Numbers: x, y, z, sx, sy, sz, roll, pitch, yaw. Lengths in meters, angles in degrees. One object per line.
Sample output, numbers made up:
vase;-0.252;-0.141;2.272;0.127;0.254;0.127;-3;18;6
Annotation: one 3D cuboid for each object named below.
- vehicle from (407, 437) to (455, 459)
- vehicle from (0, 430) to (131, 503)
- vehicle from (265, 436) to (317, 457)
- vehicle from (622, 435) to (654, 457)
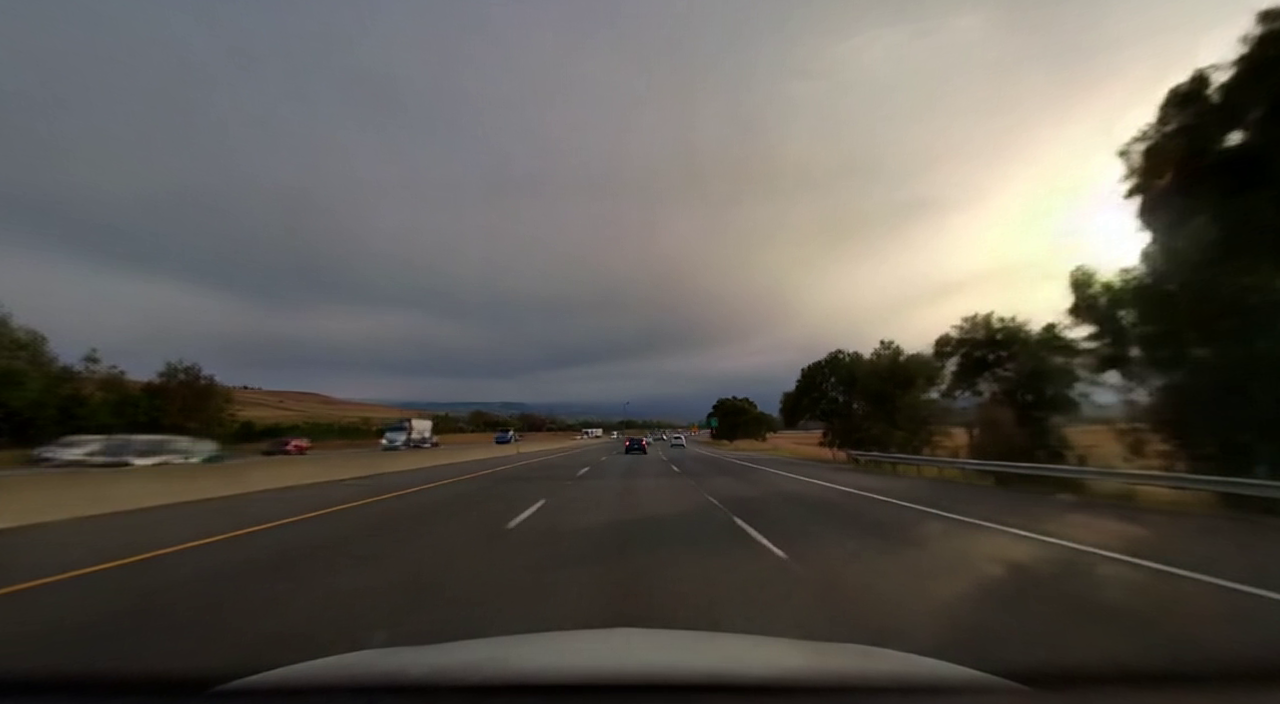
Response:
vehicle;-14.709;6.771;44.655;1.836;1.431;4.374;0;-8;1
vehicle;-14.173;2.528;14.282;1.976;1.489;3.932;0;-8;-1
vehicle;-25.677;6.925;46.510;1.766;1.472;3.591;0;-8;1
vehicle;-0.151;6.590;44.419;2.140;1.475;3.969;0;-8;0
